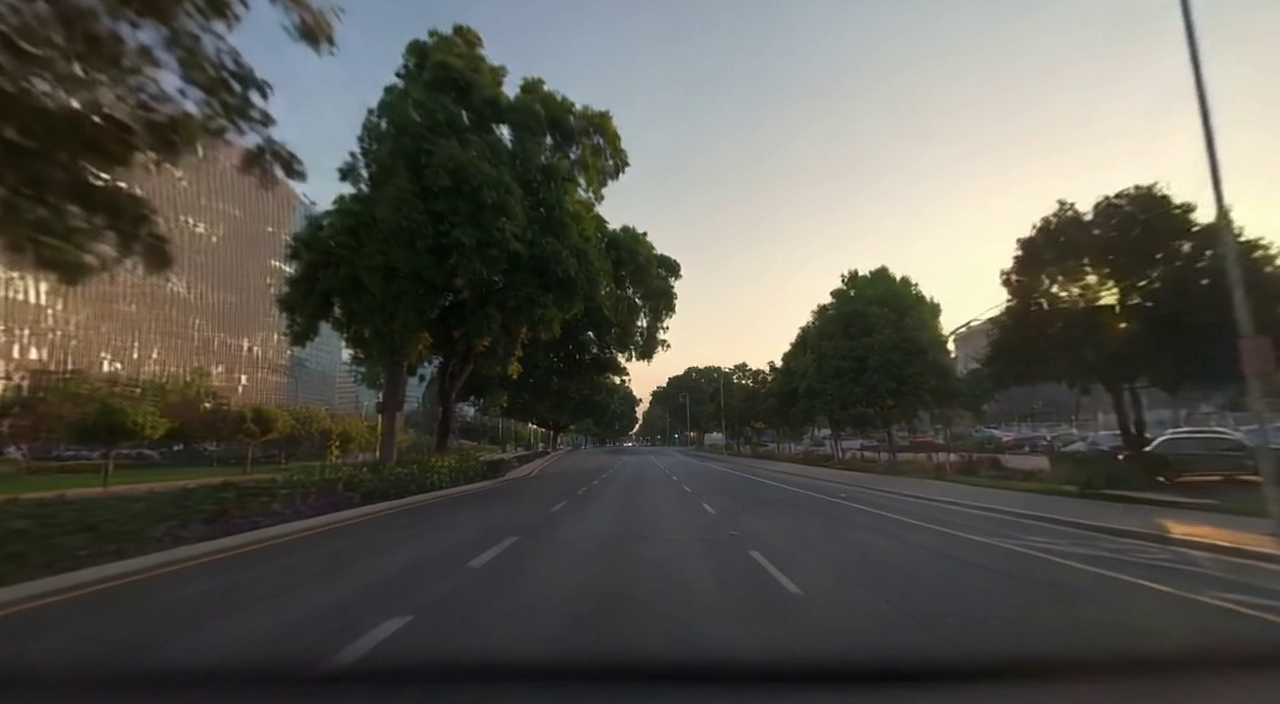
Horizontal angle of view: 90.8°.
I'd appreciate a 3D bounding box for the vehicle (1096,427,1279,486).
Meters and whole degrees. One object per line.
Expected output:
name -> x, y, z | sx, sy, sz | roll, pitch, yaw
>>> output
vehicle -> 17.485, 3.231, 19.689 | 4.938, 1.729, 2.098 | 0, -9, -3
